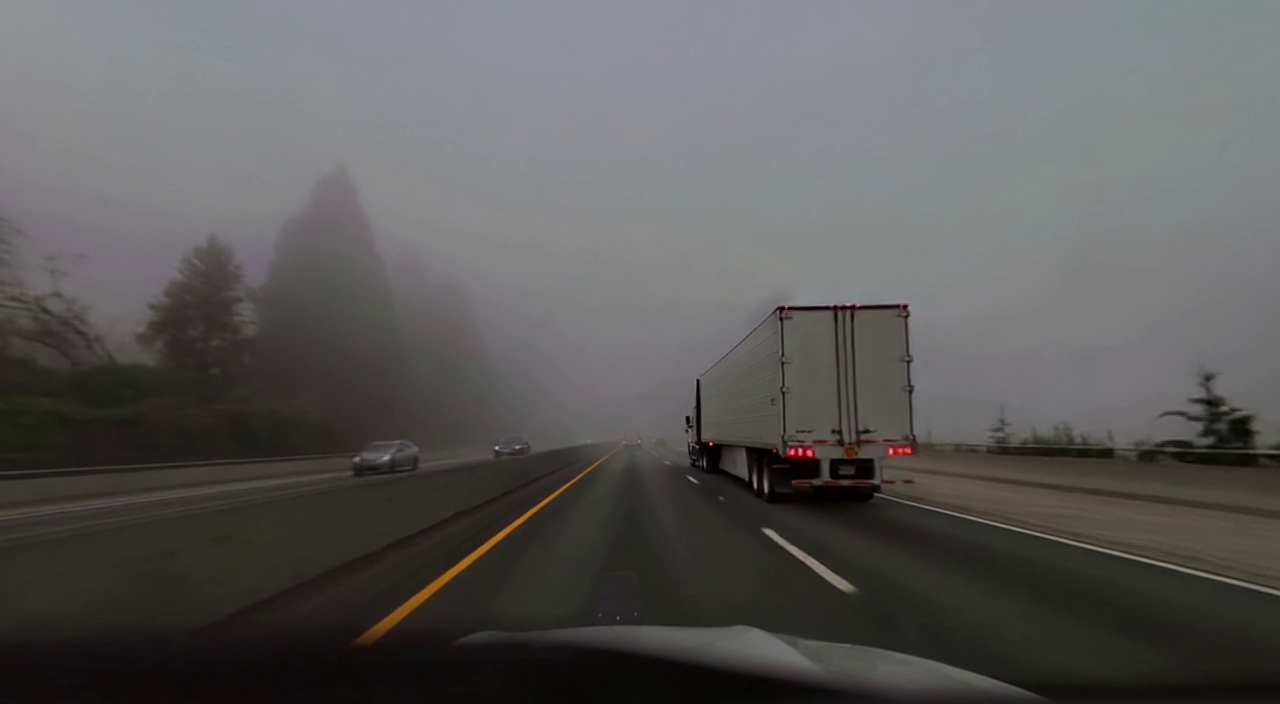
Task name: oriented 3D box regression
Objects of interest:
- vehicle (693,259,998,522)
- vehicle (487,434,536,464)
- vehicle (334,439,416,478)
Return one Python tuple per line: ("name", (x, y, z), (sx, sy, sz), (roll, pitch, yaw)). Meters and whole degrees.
("vehicle", (3.638, 1.466, 16.425), (3.038, 3.975, 13.887), (0, -8, -1))
("vehicle", (-8.339, 6.307, 41.317), (2.346, 1.838, 4.576), (1, -7, -2))
("vehicle", (-12.327, 4.939, 29.631), (1.934, 1.675, 4.432), (0, -8, -1))
